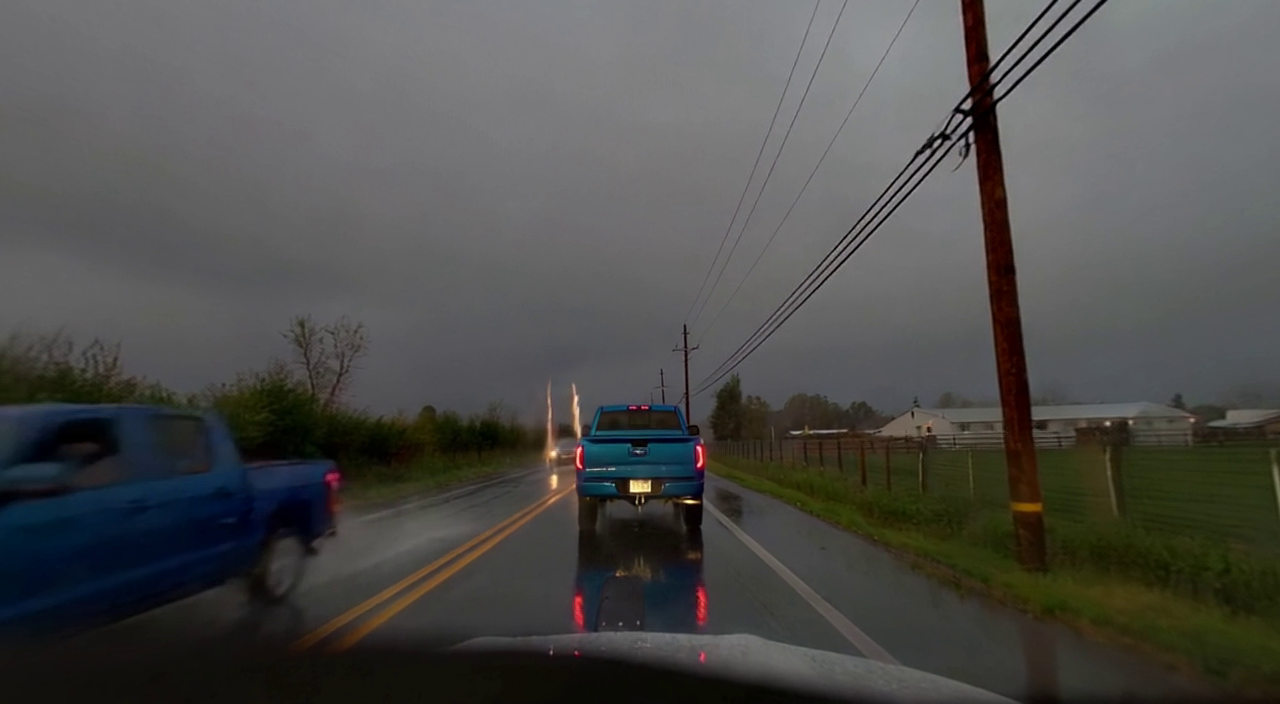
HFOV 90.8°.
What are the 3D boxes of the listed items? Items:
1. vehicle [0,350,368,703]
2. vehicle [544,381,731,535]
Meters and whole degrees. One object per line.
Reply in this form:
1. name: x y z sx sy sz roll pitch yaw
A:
1. vehicle: -4.132 1.156 4.643 2.193 1.805 4.657 0 -8 0
2. vehicle: -0.081 1.962 12.161 2.693 2.223 5.885 0 -8 -1
